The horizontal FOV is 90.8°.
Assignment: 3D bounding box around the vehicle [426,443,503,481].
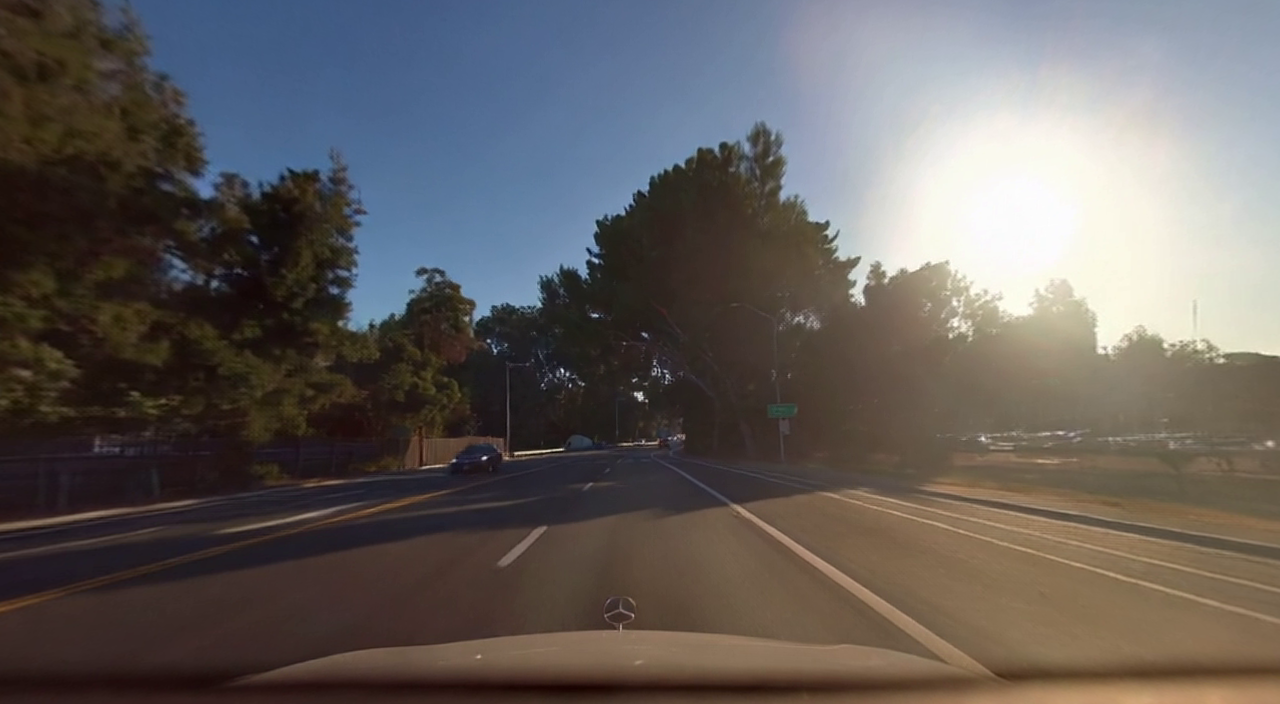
[{"bbox_3d":[-7.543,4.762,27.655,2.055,1.478,4.842,0,-8,-1],"label":"vehicle"}]
